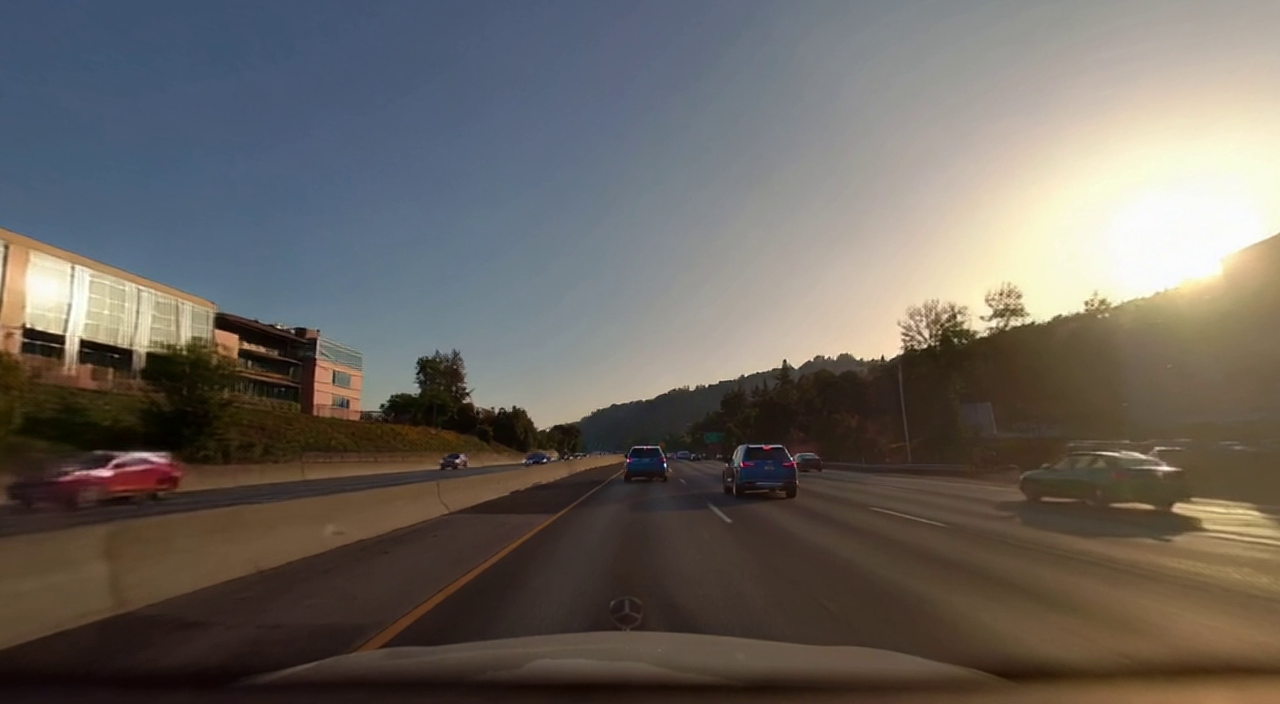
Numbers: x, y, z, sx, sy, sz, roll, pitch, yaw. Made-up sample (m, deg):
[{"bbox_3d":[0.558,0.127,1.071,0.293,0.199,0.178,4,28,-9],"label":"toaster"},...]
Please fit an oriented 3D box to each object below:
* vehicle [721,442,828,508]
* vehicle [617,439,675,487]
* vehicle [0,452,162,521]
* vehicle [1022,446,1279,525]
[{"bbox_3d":[3.562,3.315,17.523,2.042,1.592,4.047,0,-8,-1],"label":"vehicle"},{"bbox_3d":[0.256,4.757,27.367,2.290,1.862,4.454,0,-8,1],"label":"vehicle"},{"bbox_3d":[-17.885,4.000,19.490,2.003,1.754,5.307,0,-8,1],"label":"vehicle"},{"bbox_3d":[10.984,2.843,14.131,2.027,1.446,4.470,0,-8,0],"label":"vehicle"}]
